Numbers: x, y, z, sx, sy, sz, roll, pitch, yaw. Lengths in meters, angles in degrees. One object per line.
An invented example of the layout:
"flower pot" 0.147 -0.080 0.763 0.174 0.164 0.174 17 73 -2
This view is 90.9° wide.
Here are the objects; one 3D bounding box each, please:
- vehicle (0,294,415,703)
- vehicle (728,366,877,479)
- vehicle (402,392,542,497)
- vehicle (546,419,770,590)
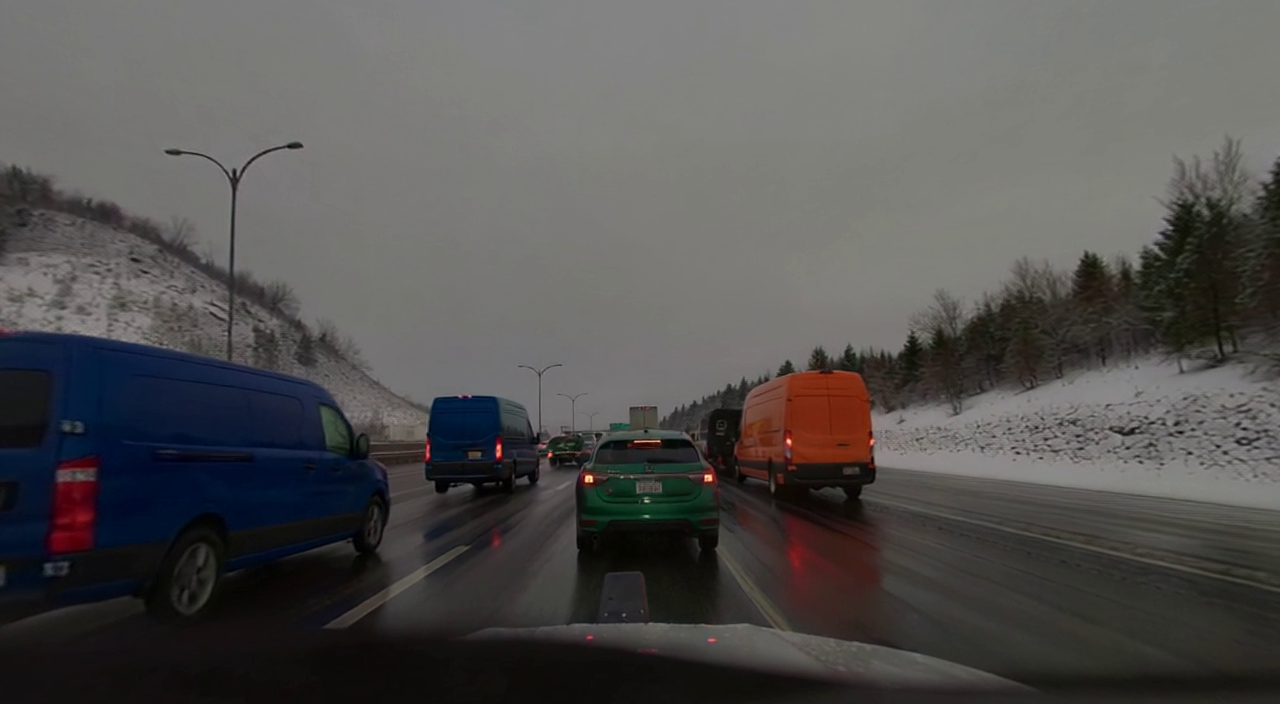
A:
"vehicle" -4.233 1.129 5.895 2.195 2.086 5.445 0 -8 0
"vehicle" 6.402 3.227 27.420 2.977 3.878 11.111 0 -8 -3
"vehicle" -4.497 2.648 18.098 2.300 2.522 5.701 -1 -8 1
"vehicle" 0.110 1.656 7.674 2.003 1.499 3.930 0 -8 -2
